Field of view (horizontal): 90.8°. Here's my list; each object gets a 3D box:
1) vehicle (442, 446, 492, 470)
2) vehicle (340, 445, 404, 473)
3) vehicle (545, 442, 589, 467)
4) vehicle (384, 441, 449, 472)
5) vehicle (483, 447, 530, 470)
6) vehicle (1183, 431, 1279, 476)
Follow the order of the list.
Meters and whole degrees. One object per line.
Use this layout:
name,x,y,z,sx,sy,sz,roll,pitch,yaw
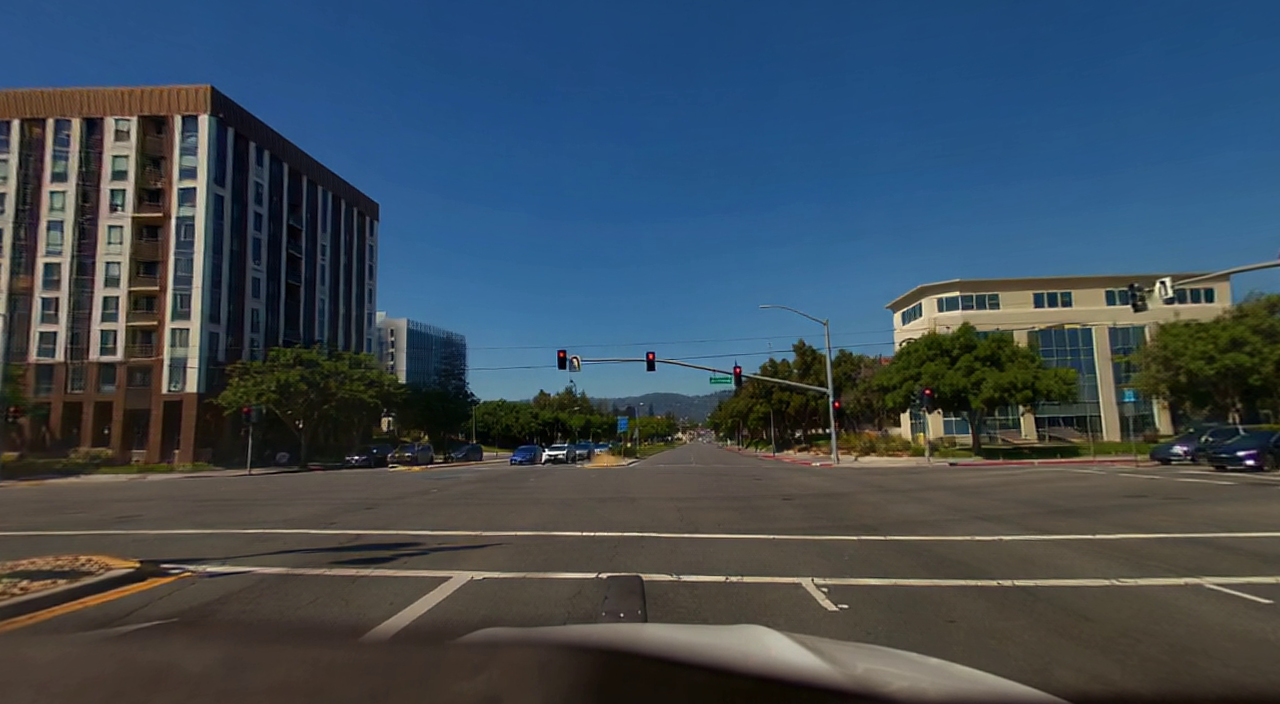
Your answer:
vehicle,-11.647,7.149,42.811,2.003,1.476,4.297,-1,-9,2
vehicle,-18.556,7.412,44.085,2.237,1.842,5.116,0,-9,0
vehicle,-4.567,6.510,40.236,2.109,1.461,4.637,-1,-9,2
vehicle,-15.140,7.124,43.247,2.340,1.946,5.450,-1,-9,2
vehicle,-8.059,6.451,38.391,1.910,1.288,4.093,-1,-9,1
vehicle,22.324,3.566,22.357,4.474,1.477,1.908,0,-9,-2
